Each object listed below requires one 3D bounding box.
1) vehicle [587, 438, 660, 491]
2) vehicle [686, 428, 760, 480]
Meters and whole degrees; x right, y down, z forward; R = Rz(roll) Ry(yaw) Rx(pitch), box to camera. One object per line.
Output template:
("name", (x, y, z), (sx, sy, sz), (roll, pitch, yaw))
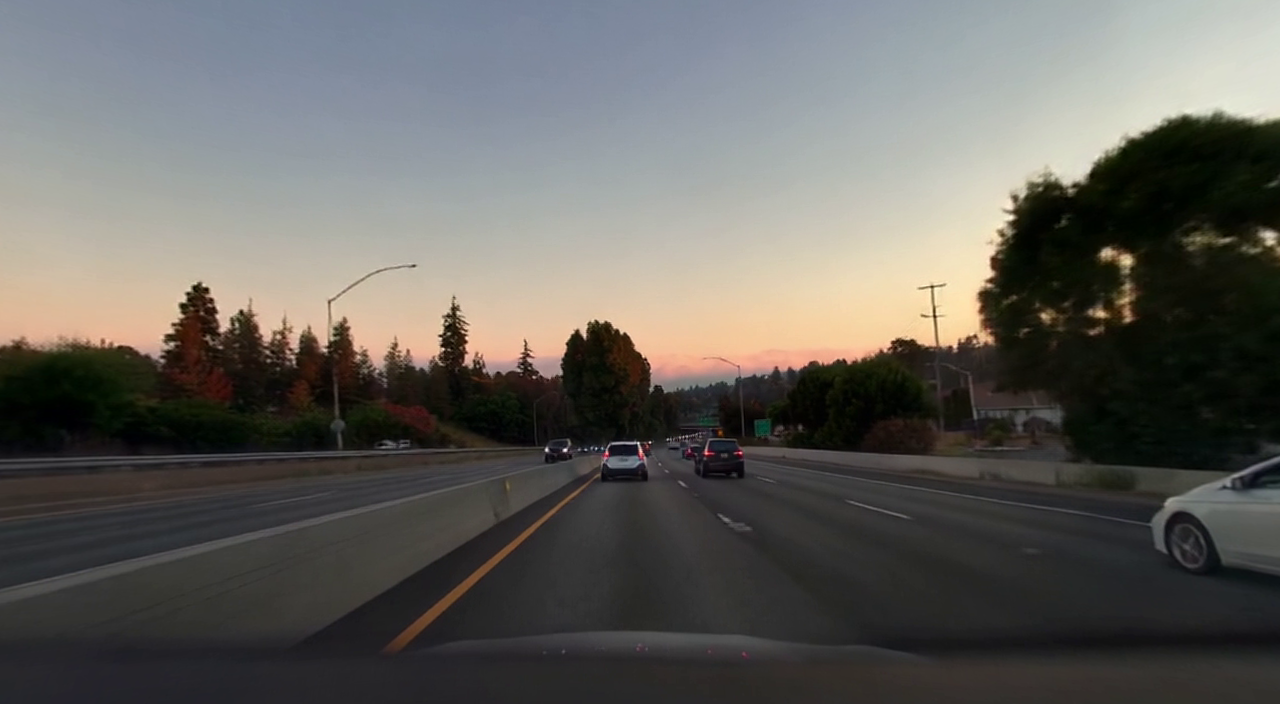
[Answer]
("vehicle", (-0.457, 3.417, 19.537), (2.040, 1.451, 3.736), (0, -8, 0))
("vehicle", (3.181, 4.043, 25.254), (2.186, 1.842, 4.553), (0, -8, -2))
